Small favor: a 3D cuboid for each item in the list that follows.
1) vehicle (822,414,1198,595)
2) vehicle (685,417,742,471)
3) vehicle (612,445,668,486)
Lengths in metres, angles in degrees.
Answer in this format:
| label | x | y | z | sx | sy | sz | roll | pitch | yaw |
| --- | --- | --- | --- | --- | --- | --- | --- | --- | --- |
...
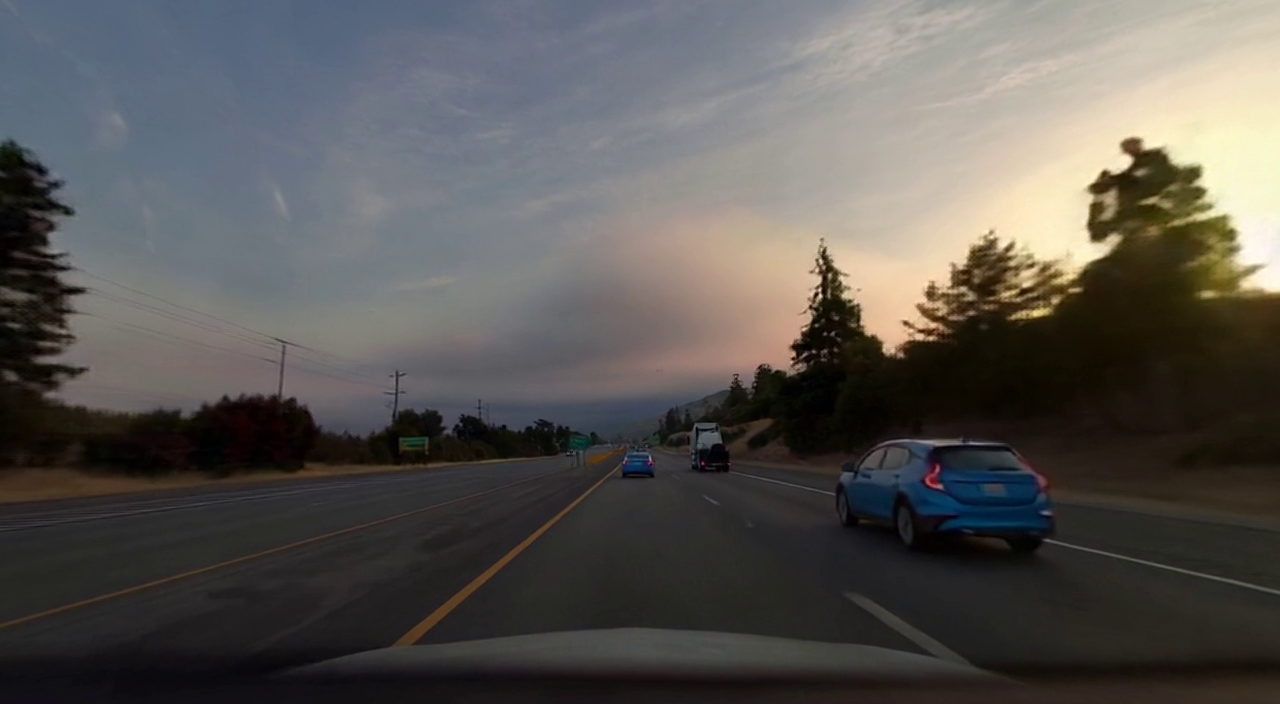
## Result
| label | x | y | z | sx | sy | sz | roll | pitch | yaw |
| --- | --- | --- | --- | --- | --- | --- | --- | --- | --- |
| vehicle | 3.826 | 1.640 | 7.558 | 1.953 | 1.540 | 4.101 | 0 | -9 | -1 |
| vehicle | 4.683 | 6.116 | 41.481 | 2.791 | 3.201 | 7.145 | 0 | -9 | 0 |
| vehicle | -0.006 | 4.508 | 25.247 | 2.066 | 1.490 | 3.759 | 0 | -9 | 0 |
